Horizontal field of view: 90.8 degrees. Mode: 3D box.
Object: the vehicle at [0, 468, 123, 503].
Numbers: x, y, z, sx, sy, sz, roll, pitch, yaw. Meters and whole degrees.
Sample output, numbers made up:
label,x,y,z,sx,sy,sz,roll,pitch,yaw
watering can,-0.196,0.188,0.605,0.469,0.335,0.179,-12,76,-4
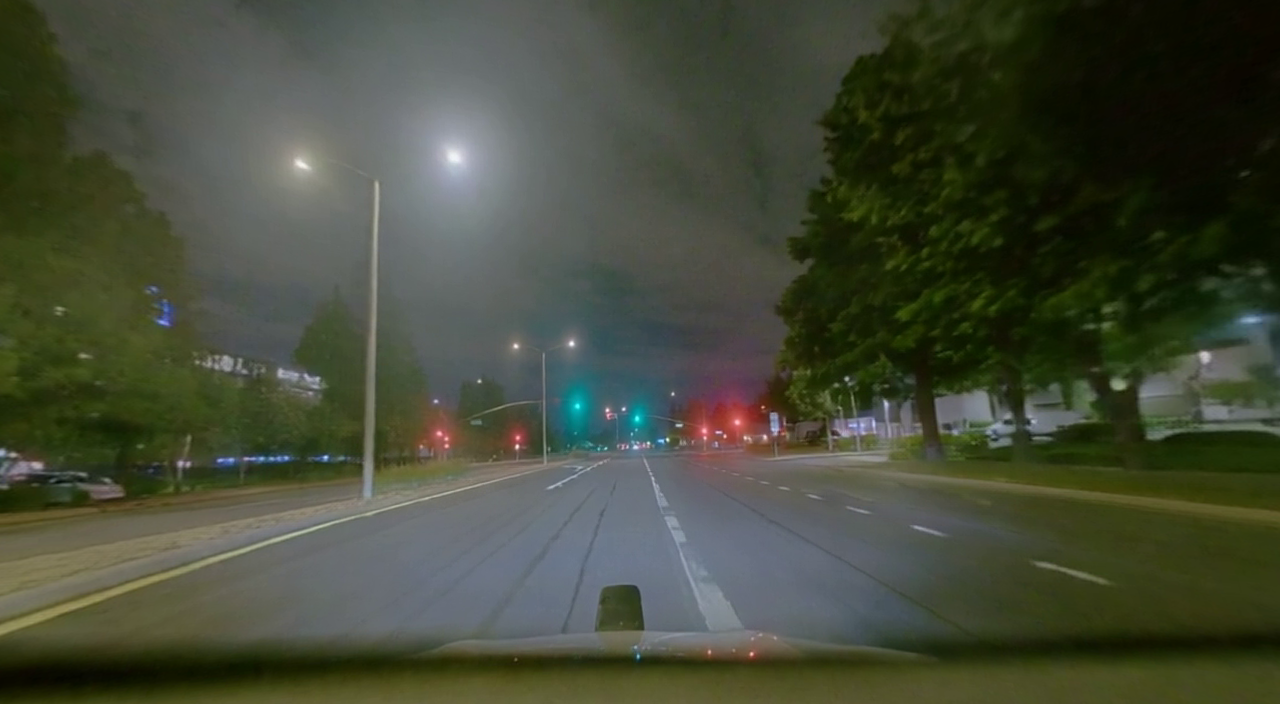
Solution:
label,x,y,z,sx,sy,sz,roll,pitch,yaw
vehicle,-31.244,7.164,34.061,4.885,1.727,2.080,0,-9,1
